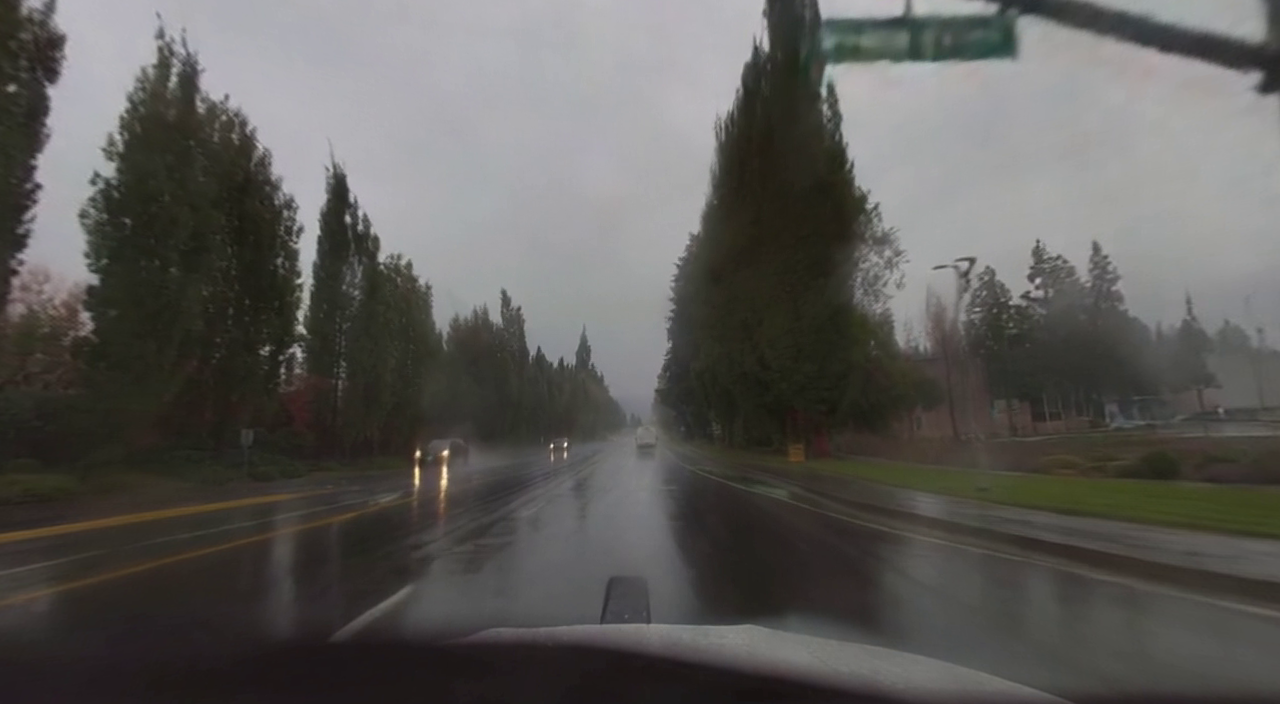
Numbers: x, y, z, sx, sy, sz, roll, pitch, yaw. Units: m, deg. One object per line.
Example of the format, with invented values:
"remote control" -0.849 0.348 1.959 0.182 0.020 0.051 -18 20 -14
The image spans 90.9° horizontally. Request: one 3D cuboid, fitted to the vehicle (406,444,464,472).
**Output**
"vehicle" -12.524 6.500 38.828 1.982 1.553 4.420 -1 -8 1
